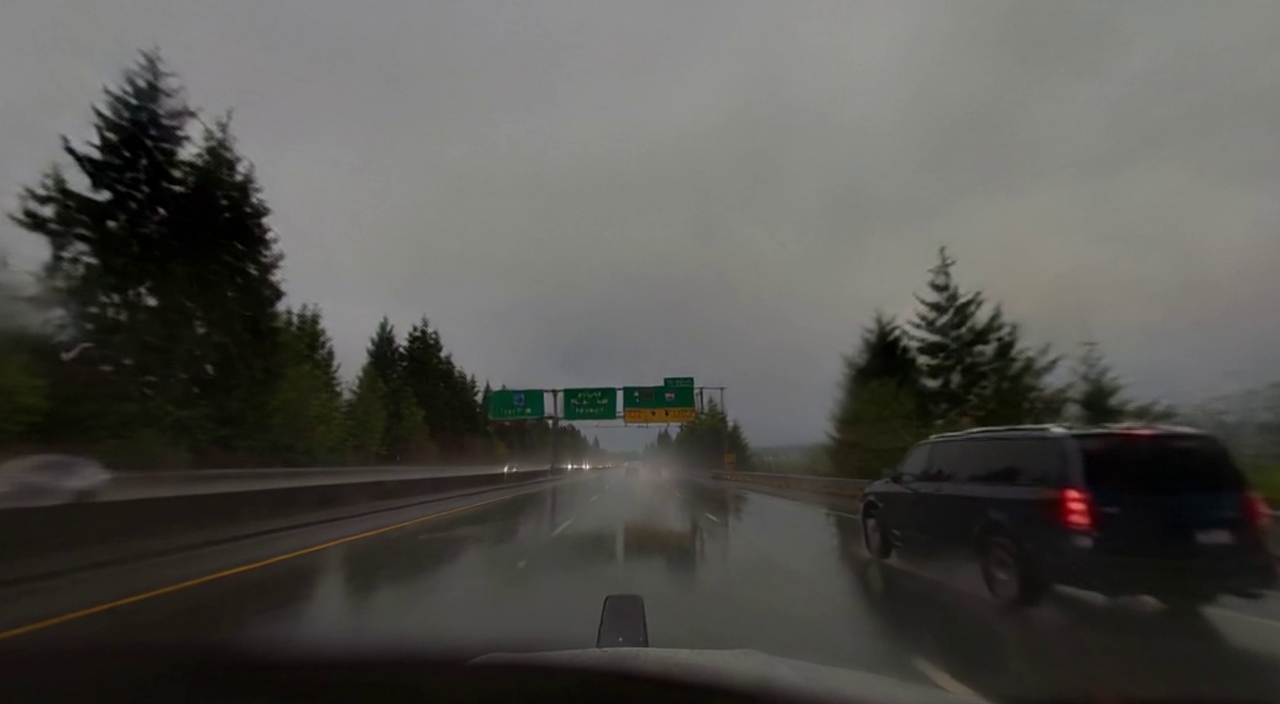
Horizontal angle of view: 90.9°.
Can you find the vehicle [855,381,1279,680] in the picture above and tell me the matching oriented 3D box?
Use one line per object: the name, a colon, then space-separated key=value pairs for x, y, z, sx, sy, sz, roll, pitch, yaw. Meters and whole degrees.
vehicle: x=4.405 y=1.624 z=6.727 sx=2.254 sy=1.832 sz=5.514 roll=1 pitch=-11 yaw=0
